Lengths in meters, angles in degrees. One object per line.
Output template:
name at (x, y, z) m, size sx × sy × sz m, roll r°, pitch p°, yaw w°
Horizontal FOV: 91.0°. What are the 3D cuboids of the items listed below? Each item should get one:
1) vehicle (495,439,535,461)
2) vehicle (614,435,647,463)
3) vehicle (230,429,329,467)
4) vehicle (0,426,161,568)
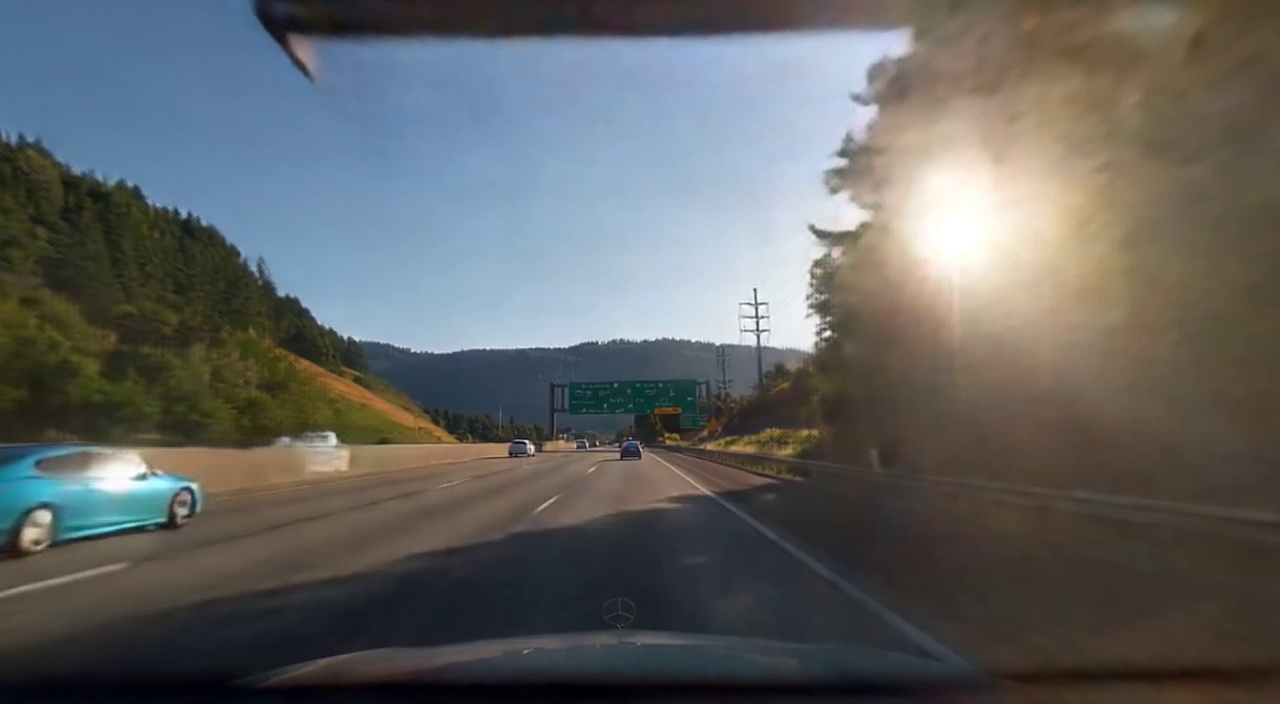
vehicle at (-8.888, 7.033, 45.193) m, size 2.047 × 1.486 × 4.306 m, roll 0°, pitch -8°, yaw -1°
vehicle at (-0.631, 6.356, 41.462) m, size 2.040 × 1.715 × 3.906 m, roll 0°, pitch -8°, yaw -1°
vehicle at (-15.946, 4.276, 28.146) m, size 1.872 × 1.498 × 4.506 m, roll 0°, pitch -8°, yaw -1°
vehicle at (-7.473, 1.471, 6.303) m, size 1.949 × 1.428 × 4.408 m, roll 0°, pitch -8°, yaw -1°
